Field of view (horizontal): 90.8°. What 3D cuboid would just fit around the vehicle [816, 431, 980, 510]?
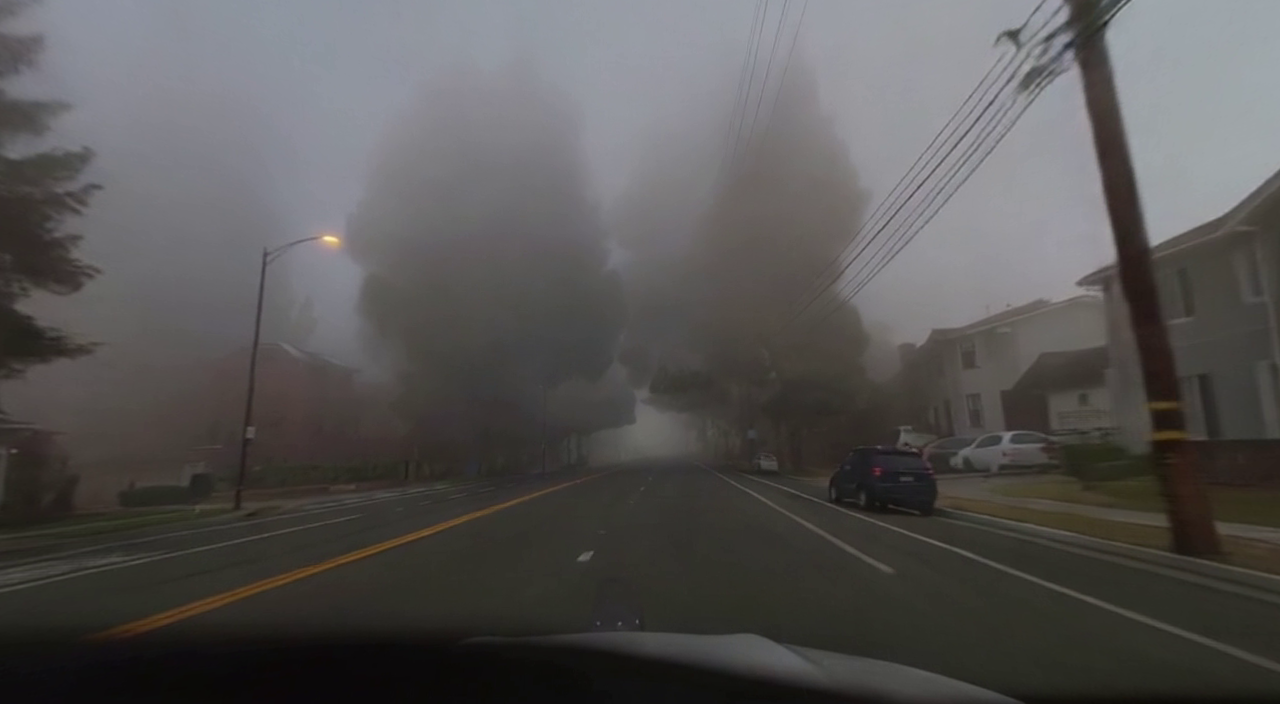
[{"bbox_3d":[5.888,2.809,15.242,1.971,1.558,4.895,-1,-9,1],"label":"vehicle"}]

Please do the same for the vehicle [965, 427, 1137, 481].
[{"bbox_3d":[14.118,3.531,21.999,4.319,1.760,2.300,-1,-8,4],"label":"vehicle"}]

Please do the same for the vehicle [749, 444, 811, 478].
[{"bbox_3d":[6.693,5.229,30.674,1.938,1.464,4.390,-1,-8,-1],"label":"vehicle"}]
